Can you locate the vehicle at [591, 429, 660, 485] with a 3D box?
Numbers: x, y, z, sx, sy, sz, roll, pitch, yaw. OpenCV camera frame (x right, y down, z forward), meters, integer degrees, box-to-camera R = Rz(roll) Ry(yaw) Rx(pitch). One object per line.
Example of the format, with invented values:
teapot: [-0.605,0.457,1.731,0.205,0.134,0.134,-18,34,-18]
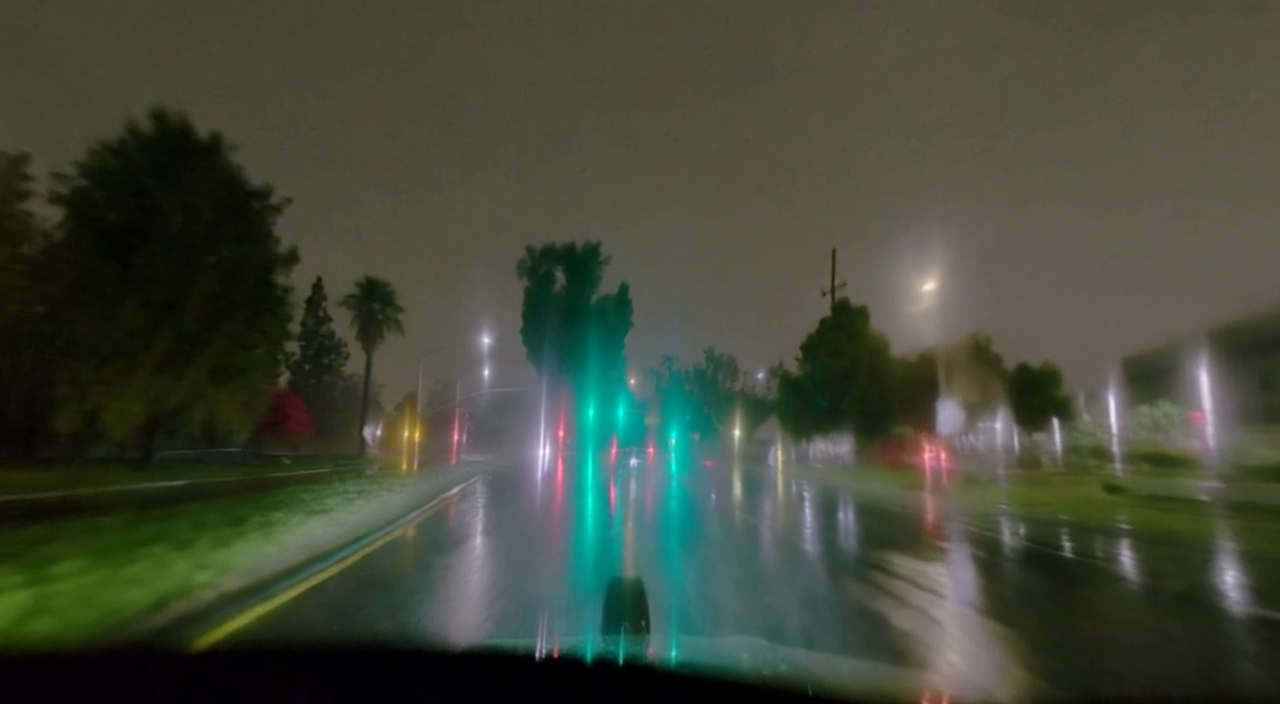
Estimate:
vehicle: [-0.515,3.688,22.333,2.192,1.734,4.176,1,-9,-1]
